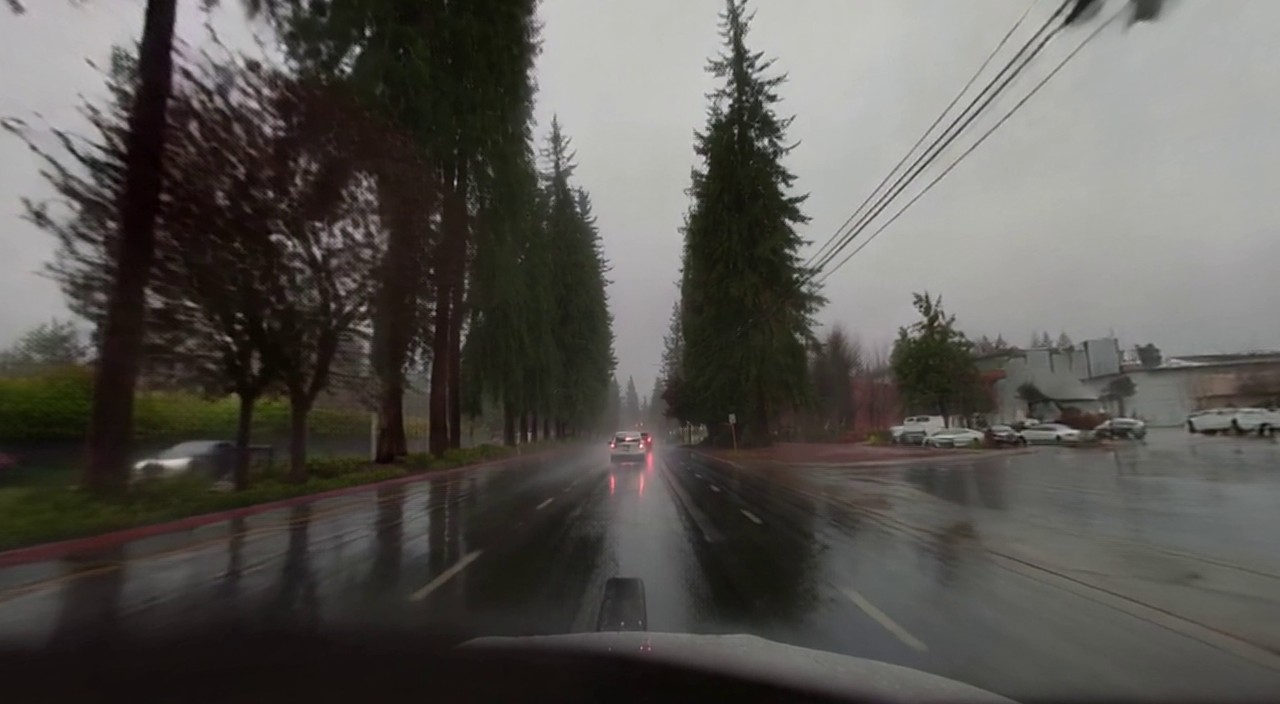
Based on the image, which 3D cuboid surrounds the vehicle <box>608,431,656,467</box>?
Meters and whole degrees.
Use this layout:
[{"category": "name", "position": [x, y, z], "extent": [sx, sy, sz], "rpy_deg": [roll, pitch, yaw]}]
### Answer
[{"category": "vehicle", "position": [-0.335, 4.266, 27.817], "extent": [1.991, 1.463, 3.988], "rpy_deg": [0, -8, 0]}]
